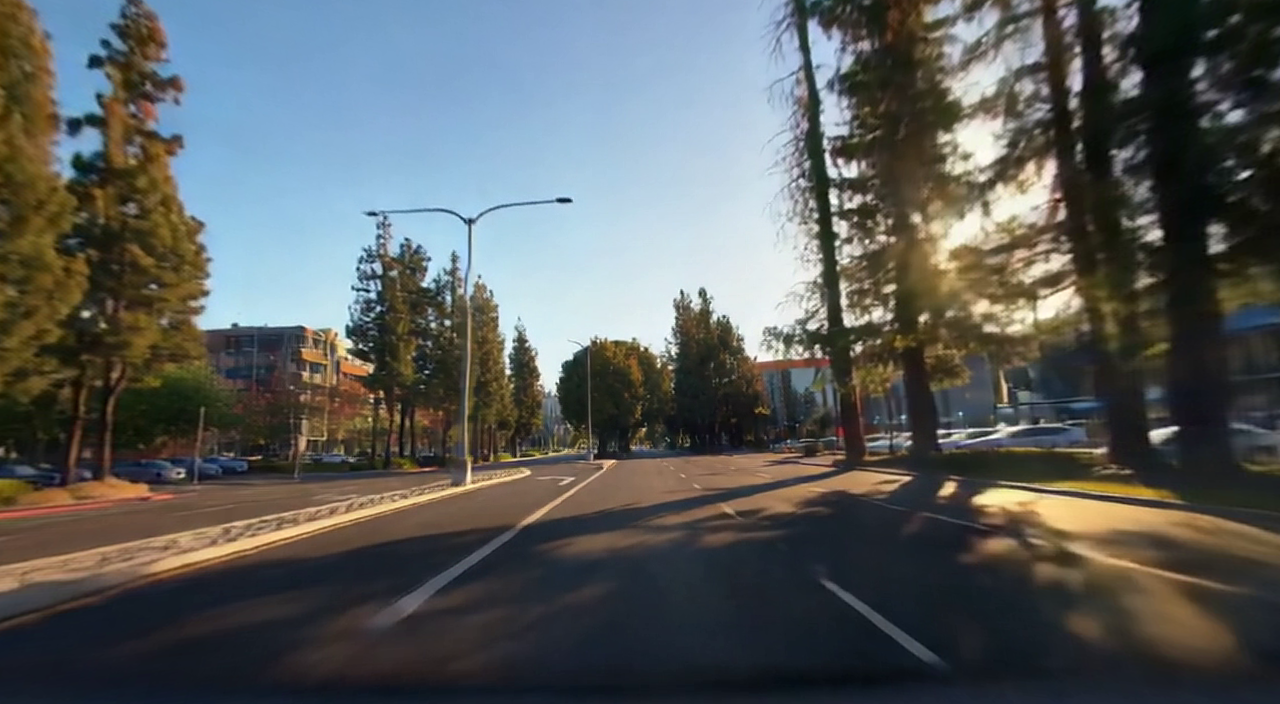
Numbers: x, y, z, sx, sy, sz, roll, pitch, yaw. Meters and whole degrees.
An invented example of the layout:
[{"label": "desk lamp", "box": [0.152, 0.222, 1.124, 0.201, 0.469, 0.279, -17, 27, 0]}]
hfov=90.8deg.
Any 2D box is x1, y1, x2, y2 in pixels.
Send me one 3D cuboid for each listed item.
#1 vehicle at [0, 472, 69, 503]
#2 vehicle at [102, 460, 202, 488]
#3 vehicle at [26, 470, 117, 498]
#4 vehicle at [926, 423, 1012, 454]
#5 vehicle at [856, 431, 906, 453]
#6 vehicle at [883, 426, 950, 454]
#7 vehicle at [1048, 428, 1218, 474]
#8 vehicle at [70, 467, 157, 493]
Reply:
[{"label": "vehicle", "box": [-30.497, 6.677, 31.068, 3.274, 1.345, 1.688, -3, -9, 3]}, {"label": "vehicle", "box": [-30.150, 7.521, 39.083, 4.676, 1.607, 1.852, -1, -8, 3]}, {"label": "vehicle", "box": [-30.234, 7.023, 33.665, 3.332, 1.364, 1.702, -1, -8, 6]}, {"label": "vehicle", "box": [18.203, 4.842, 35.240, 1.890, 1.612, 4.797, 0, -8, -4]}, {"label": "vehicle", "box": [17.522, 6.618, 46.181, 1.841, 1.471, 4.367, -2, -9, 0]}, {"label": "vehicle", "box": [17.715, 5.724, 40.707, 1.912, 1.646, 4.870, -1, -9, -2]}, {"label": "vehicle", "box": [17.247, 3.510, 22.487, 1.974, 1.446, 4.614, 1, -8, -7]}, {"label": "vehicle", "box": [-30.076, 7.319, 36.139, 3.458, 1.381, 1.730, -1, -8, 3]}]
